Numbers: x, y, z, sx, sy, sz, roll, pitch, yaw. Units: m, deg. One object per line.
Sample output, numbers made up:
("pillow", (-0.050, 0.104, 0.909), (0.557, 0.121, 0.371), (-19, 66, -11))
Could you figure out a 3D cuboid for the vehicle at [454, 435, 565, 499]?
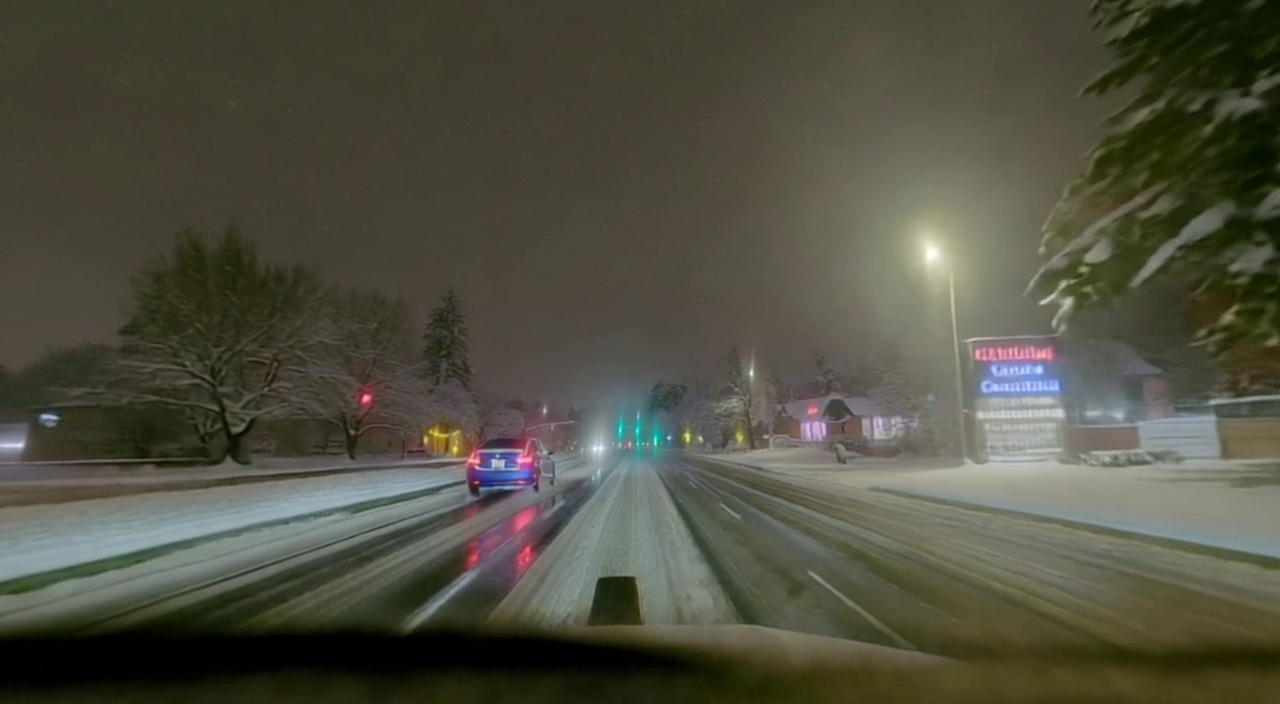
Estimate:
("vehicle", (-3.293, 2.985, 16.829), (2.005, 1.477, 4.169), (0, -8, 1))
